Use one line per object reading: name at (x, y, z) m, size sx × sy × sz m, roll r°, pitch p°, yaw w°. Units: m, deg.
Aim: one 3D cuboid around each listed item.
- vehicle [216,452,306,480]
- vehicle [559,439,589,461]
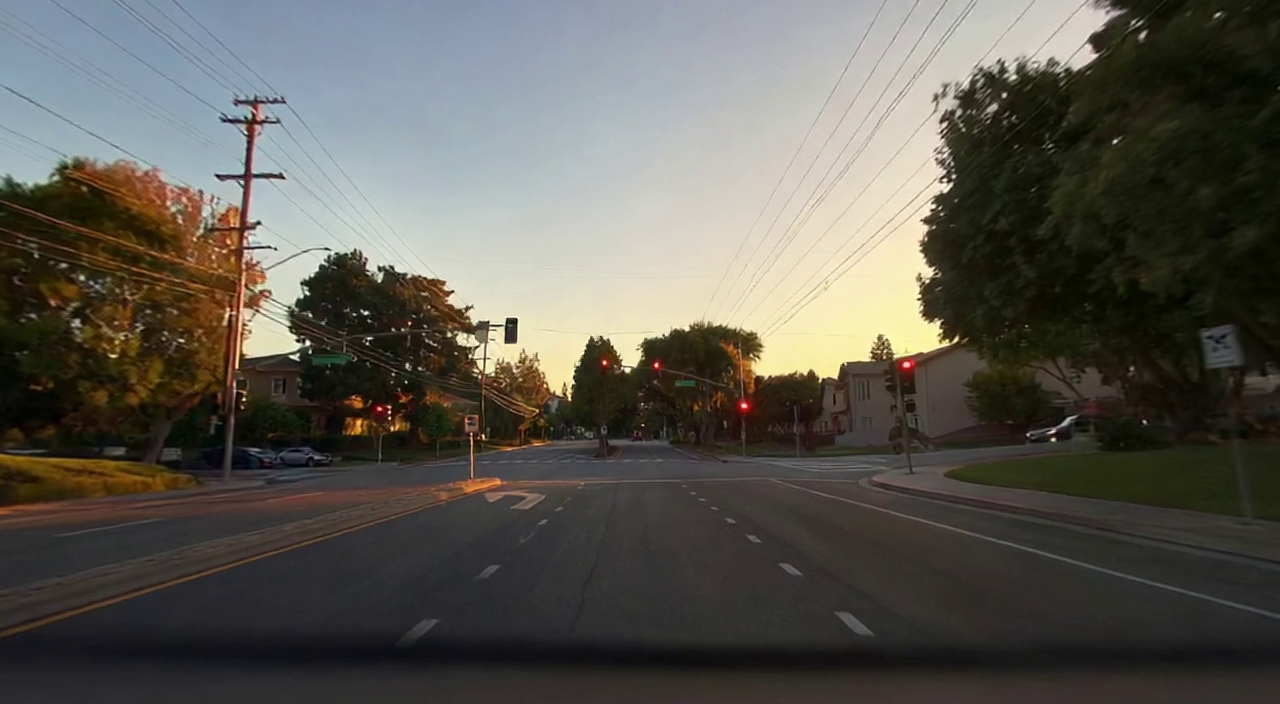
vehicle at (-24.658, 7.418, 41.153) m, size 4.553 × 1.722 × 1.915 m, roll 0°, pitch -8°, yaw -2°
vehicle at (-5.110, 7.693, 49.658) m, size 1.948 × 1.471 × 5.408 m, roll 2°, pitch -7°, yaw -2°
